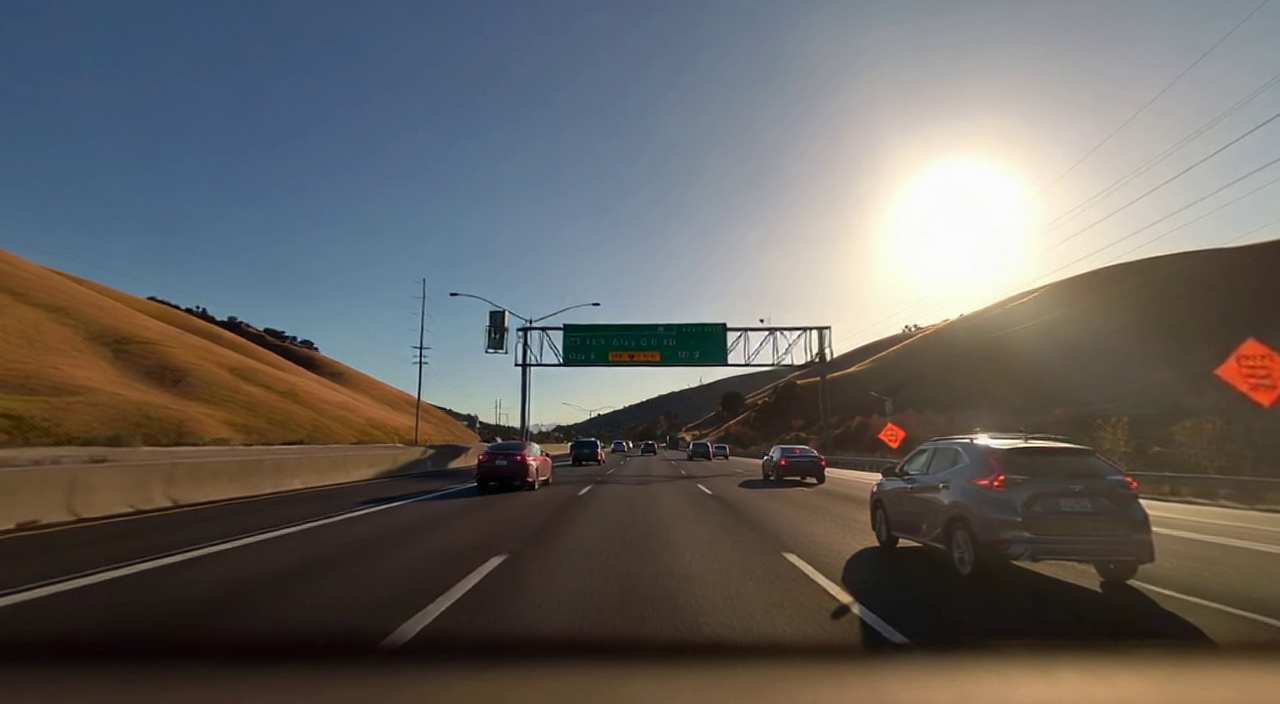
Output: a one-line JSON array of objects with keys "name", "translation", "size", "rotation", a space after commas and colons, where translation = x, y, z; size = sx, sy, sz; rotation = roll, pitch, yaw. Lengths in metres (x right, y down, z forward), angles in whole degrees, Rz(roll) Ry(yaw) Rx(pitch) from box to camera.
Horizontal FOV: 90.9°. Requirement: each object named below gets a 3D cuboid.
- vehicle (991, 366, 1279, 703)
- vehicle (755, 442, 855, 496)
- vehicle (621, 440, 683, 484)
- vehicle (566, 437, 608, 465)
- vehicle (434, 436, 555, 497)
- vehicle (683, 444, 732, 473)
[{"name": "vehicle", "translation": [3.862, 0.887, 2.720], "size": [2.018, 1.670, 4.658], "rotation": [0, -8, 0]}, {"name": "vehicle", "translation": [4.976, 3.560, 19.643], "size": [1.867, 1.465, 4.093], "rotation": [0, -8, -2]}, {"name": "vehicle", "translation": [0.425, 4.075, 23.717], "size": [2.138, 1.473, 4.392], "rotation": [0, -8, 0]}, {"name": "vehicle", "translation": [-3.302, 6.279, 40.198], "size": [2.234, 1.675, 4.527], "rotation": [0, -8, 1]}, {"name": "vehicle", "translation": [-3.771, 3.064, 17.255], "size": [2.232, 1.438, 4.163], "rotation": [0, -8, 2]}, {"name": "vehicle", "translation": [3.539, 5.666, 33.886], "size": [2.177, 1.453, 4.205], "rotation": [0, -8, 0]}]
